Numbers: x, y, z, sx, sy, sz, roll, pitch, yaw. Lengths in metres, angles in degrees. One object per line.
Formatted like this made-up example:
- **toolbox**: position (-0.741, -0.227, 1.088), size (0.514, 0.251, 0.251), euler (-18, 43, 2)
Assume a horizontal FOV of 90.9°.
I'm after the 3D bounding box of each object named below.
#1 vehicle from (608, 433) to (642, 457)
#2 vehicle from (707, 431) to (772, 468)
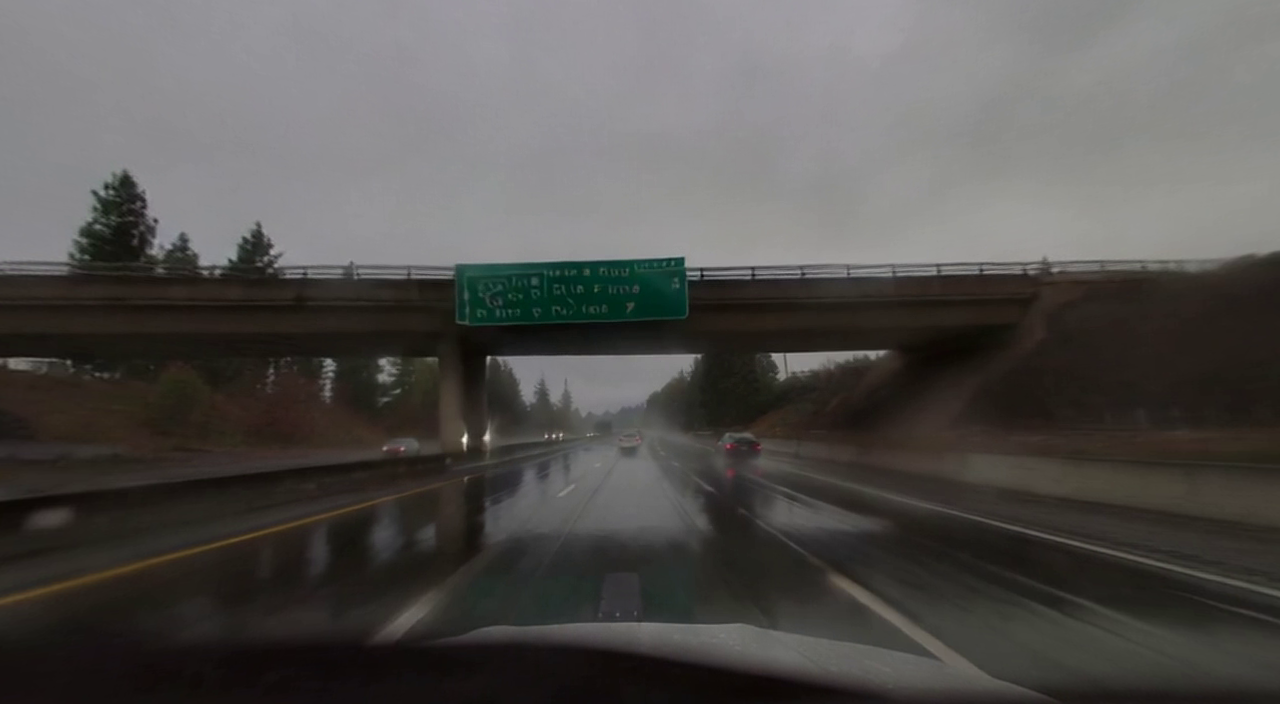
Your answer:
- **vehicle**: position (-0.927, 5.838, 39.622), size (1.987, 1.440, 3.565), euler (0, -8, -1)
- **vehicle**: position (4.308, 4.270, 27.952), size (2.056, 1.508, 4.093), euler (0, -8, -2)
